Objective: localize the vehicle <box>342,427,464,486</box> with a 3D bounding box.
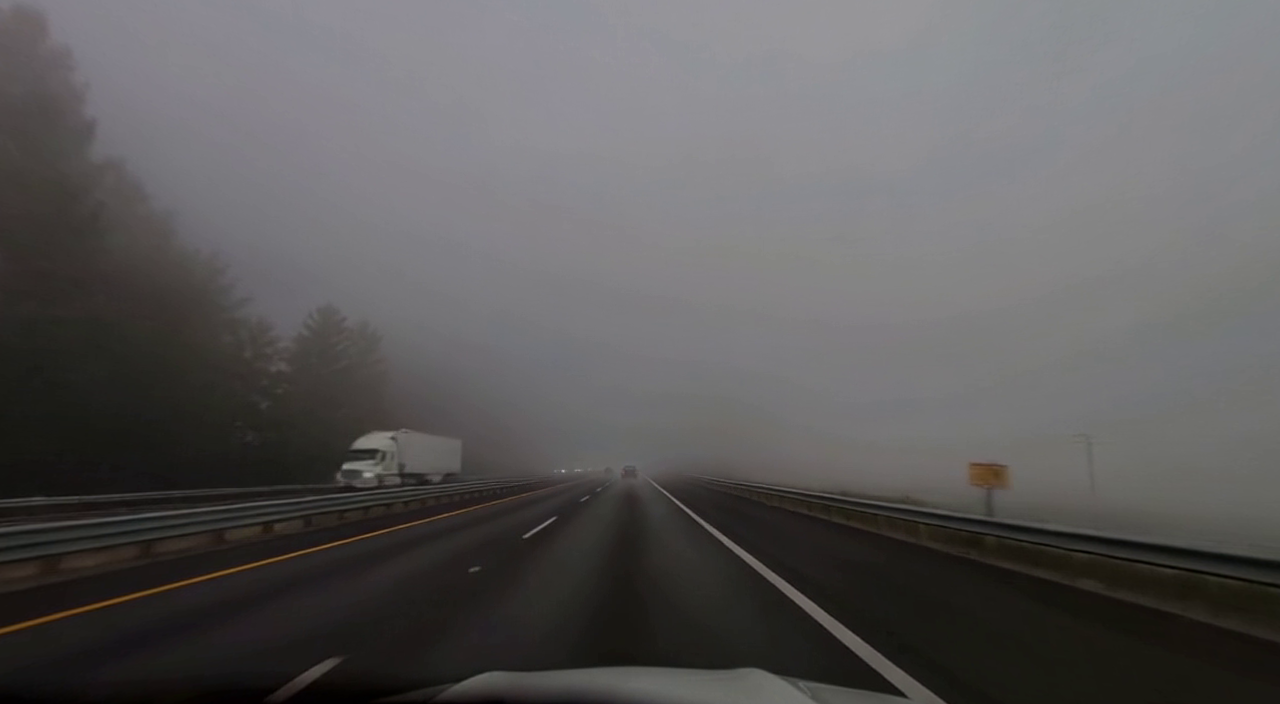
[{"bbox_3d":[-16.618,7.778,46.034,3.250,3.556,14.302,1,-11,0],"label":"vehicle"}]
